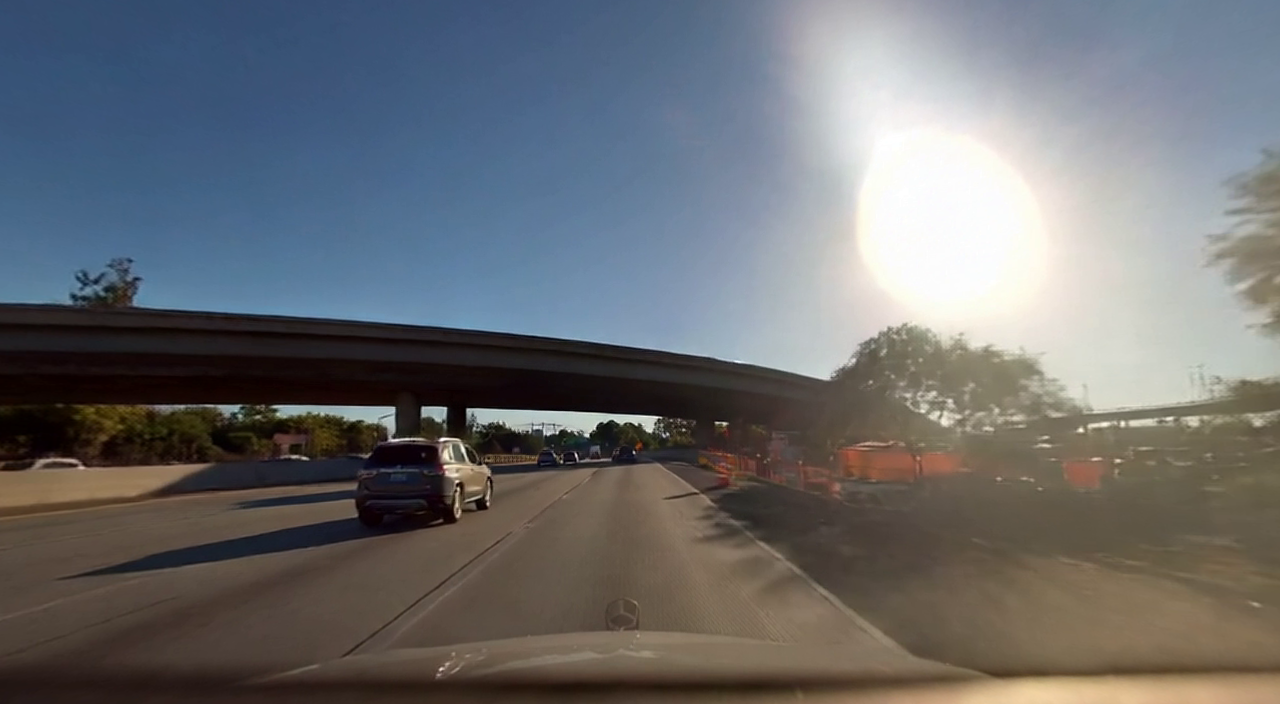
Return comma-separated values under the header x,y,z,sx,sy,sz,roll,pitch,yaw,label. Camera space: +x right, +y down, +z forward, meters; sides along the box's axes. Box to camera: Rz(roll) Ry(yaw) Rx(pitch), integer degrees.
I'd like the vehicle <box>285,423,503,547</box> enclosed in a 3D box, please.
x,y,z,sx,sy,sz,roll,pitch,yaw,label
-3.795,2.116,10.705,2.024,1.655,4.192,0,-9,-1,vehicle

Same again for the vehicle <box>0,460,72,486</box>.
x,y,z,sx,sy,sz,roll,pitch,yaw,label
-46.925,9.213,48.497,2.100,1.768,4.945,0,-8,-2,vehicle

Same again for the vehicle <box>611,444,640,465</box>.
x,y,z,sx,sy,sz,roll,pitch,yaw,label
-1.103,7.678,47.495,2.051,1.459,4.092,0,-8,-2,vehicle
